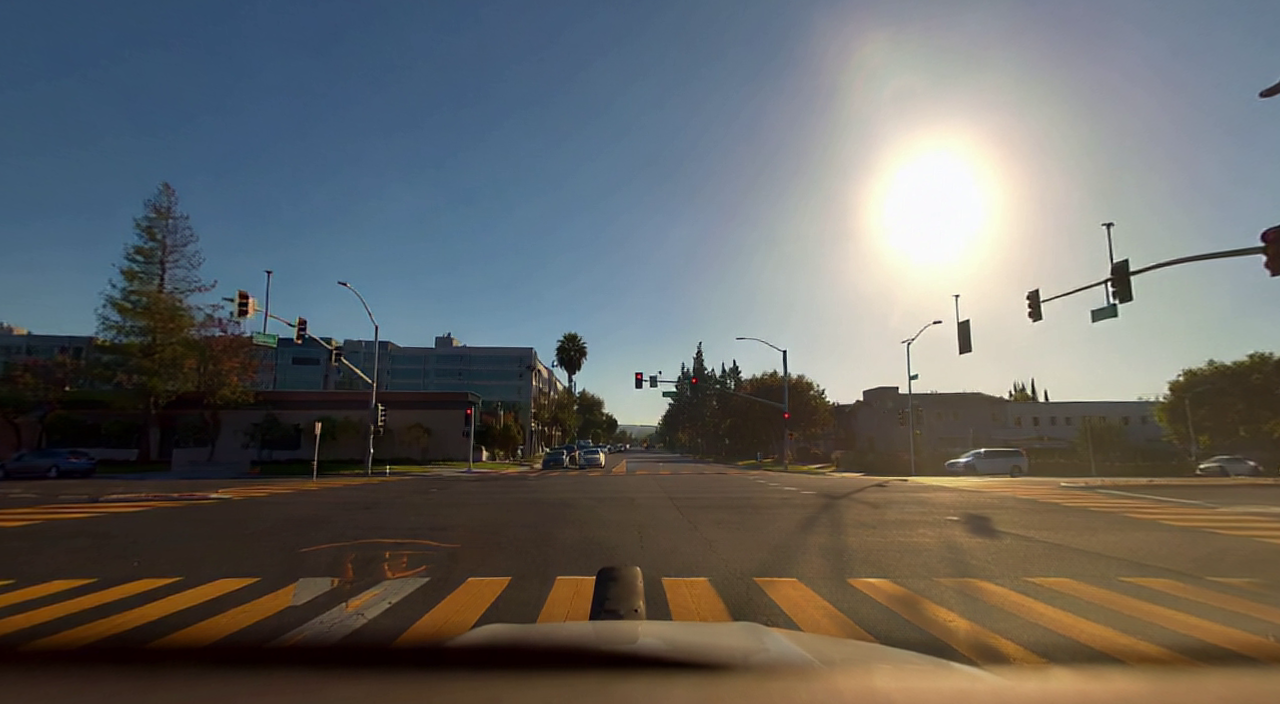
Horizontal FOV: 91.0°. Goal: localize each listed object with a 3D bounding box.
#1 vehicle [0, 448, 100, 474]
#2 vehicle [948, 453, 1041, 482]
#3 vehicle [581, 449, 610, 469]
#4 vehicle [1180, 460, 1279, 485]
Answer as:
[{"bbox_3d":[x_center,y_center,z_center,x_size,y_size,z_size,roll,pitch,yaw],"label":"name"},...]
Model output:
[{"bbox_3d":[-35.135,6.419,37.186,4.741,1.447,1.807,0,-9,0],"label":"vehicle"},{"bbox_3d":[21.106,6.880,37.587,4.447,1.623,1.801,0,-8,-3],"label":"vehicle"},{"bbox_3d":[-3.442,8.360,49.211,1.908,1.441,4.142,0,-8,1],"label":"vehicle"},{"bbox_3d":[36.218,7.317,38.299,4.976,1.428,1.929,0,-8,-2],"label":"vehicle"}]
